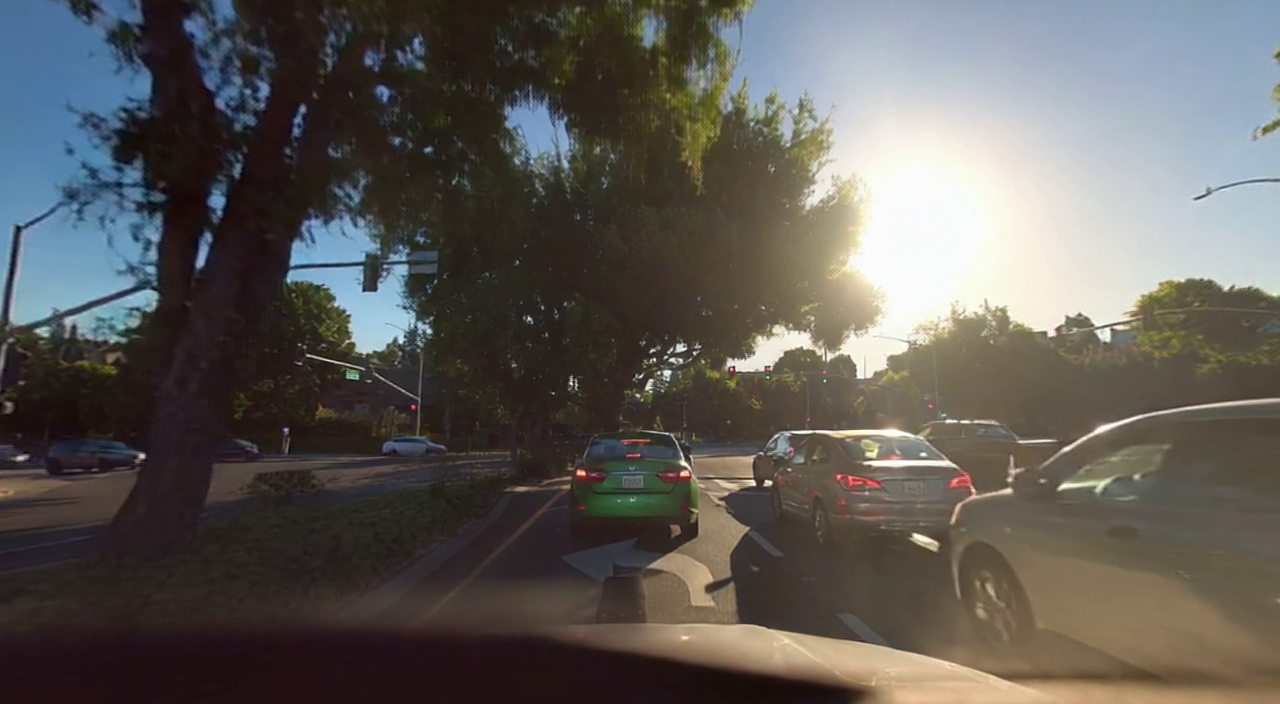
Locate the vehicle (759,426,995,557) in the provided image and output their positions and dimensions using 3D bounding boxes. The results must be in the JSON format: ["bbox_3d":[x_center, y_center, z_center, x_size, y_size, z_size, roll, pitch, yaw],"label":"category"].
[{"bbox_3d":[3.131,1.923,9.466,1.861,1.479,4.371,0,-9,0],"label":"vehicle"}]

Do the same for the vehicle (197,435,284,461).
[{"bbox_3d":[-26.491,6.361,41.941,4.526,1.649,1.920,-1,-9,4],"label":"vehicle"}]

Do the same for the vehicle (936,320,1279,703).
[{"bbox_3d":[3.413,0.810,2.505,2.111,1.780,4.990,0,-9,1],"label":"vehicle"}]

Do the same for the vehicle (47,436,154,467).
[{"bbox_3d":[-30.360,5.590,35.622,4.517,1.637,1.935,-1,-9,8],"label":"vehicle"}]

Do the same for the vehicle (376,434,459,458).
[{"bbox_3d":[-14.407,6.128,41.106,4.670,1.542,1.861,1,-9,-5],"label":"vehicle"}]

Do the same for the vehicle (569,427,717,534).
[{"bbox_3d":[0.067,2.082,10.812,2.026,1.458,4.175,0,-9,1],"label":"vehicle"}]
